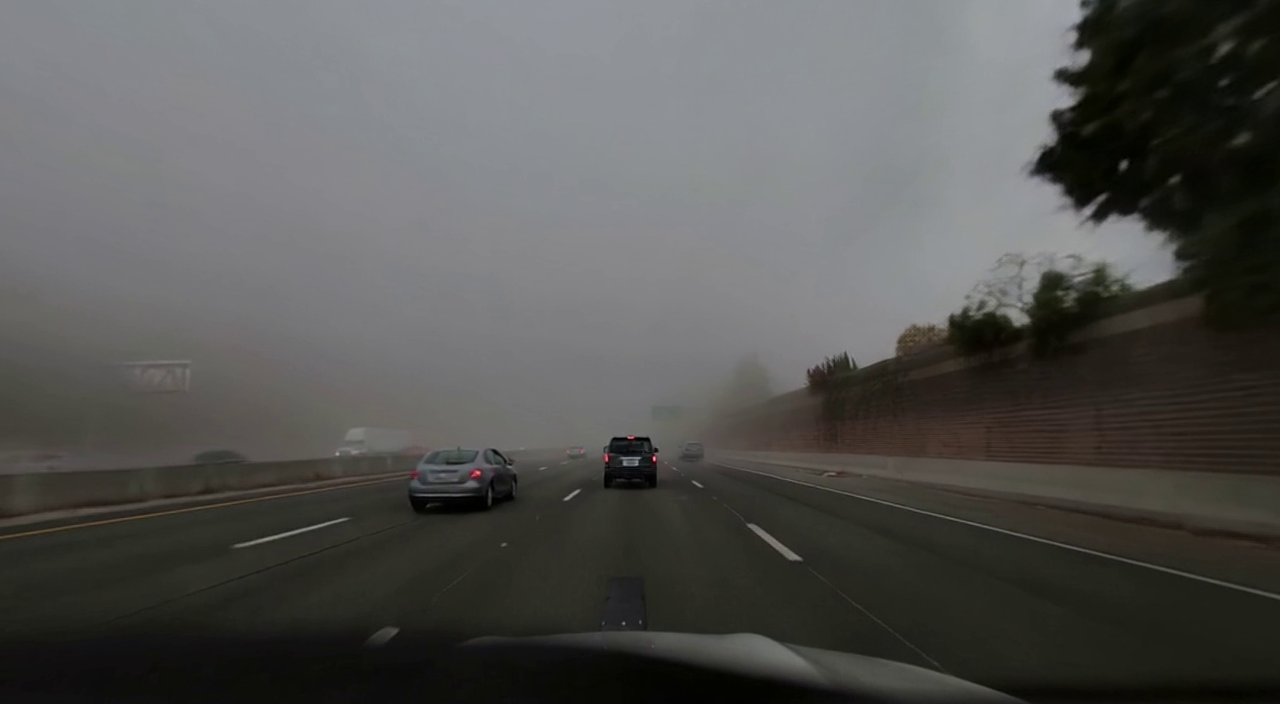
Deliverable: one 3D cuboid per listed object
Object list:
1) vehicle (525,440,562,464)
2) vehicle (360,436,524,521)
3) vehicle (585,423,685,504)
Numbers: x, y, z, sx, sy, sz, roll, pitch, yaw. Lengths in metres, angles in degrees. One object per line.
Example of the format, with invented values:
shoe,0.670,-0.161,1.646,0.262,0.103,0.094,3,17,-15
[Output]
vehicle,-7.255,7.587,47.742,2.024,1.706,4.249,0,-9,1
vehicle,-3.772,2.491,12.926,1.967,1.442,4.143,0,-9,1
vehicle,-0.117,2.836,16.345,2.233,1.804,4.273,0,-9,0
